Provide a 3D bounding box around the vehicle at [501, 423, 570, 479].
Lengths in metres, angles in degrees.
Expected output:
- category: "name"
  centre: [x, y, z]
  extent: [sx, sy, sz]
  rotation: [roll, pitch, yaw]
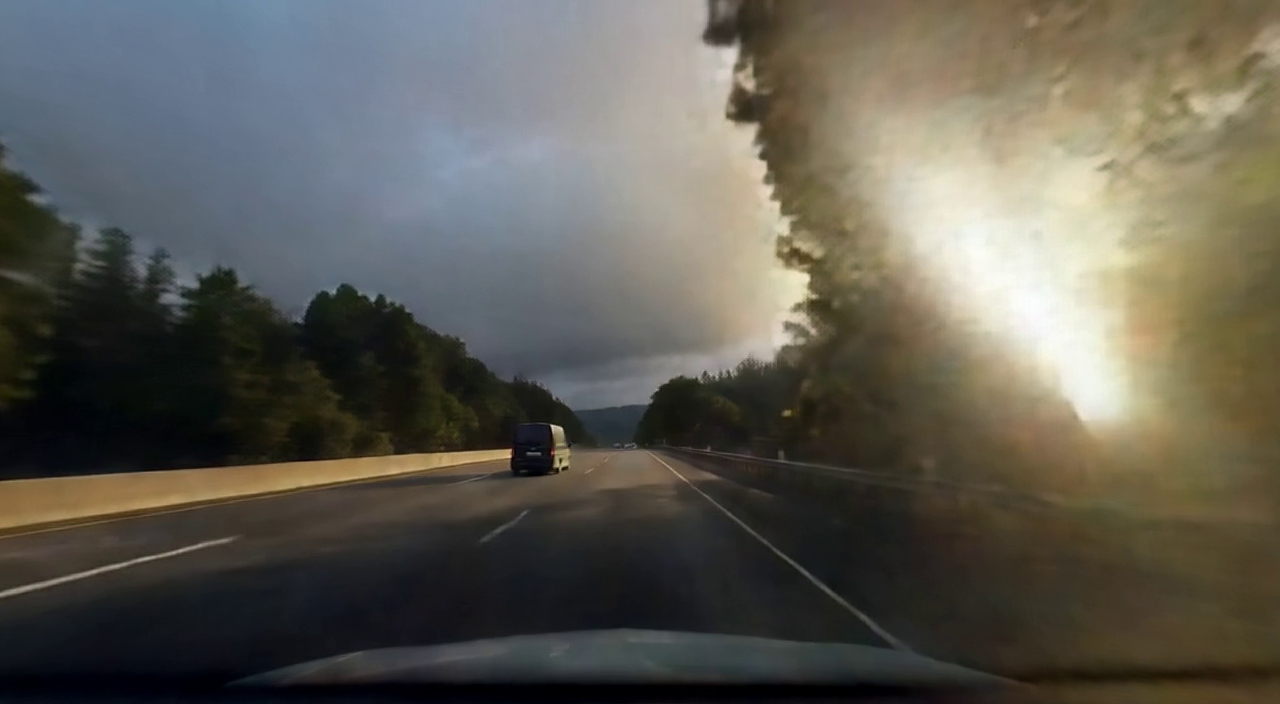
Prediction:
- category: "vehicle"
  centre: [-4.094, 3.956, 25.442]
  extent: [1.976, 2.029, 4.737]
  rotation: [-1, -8, 0]
